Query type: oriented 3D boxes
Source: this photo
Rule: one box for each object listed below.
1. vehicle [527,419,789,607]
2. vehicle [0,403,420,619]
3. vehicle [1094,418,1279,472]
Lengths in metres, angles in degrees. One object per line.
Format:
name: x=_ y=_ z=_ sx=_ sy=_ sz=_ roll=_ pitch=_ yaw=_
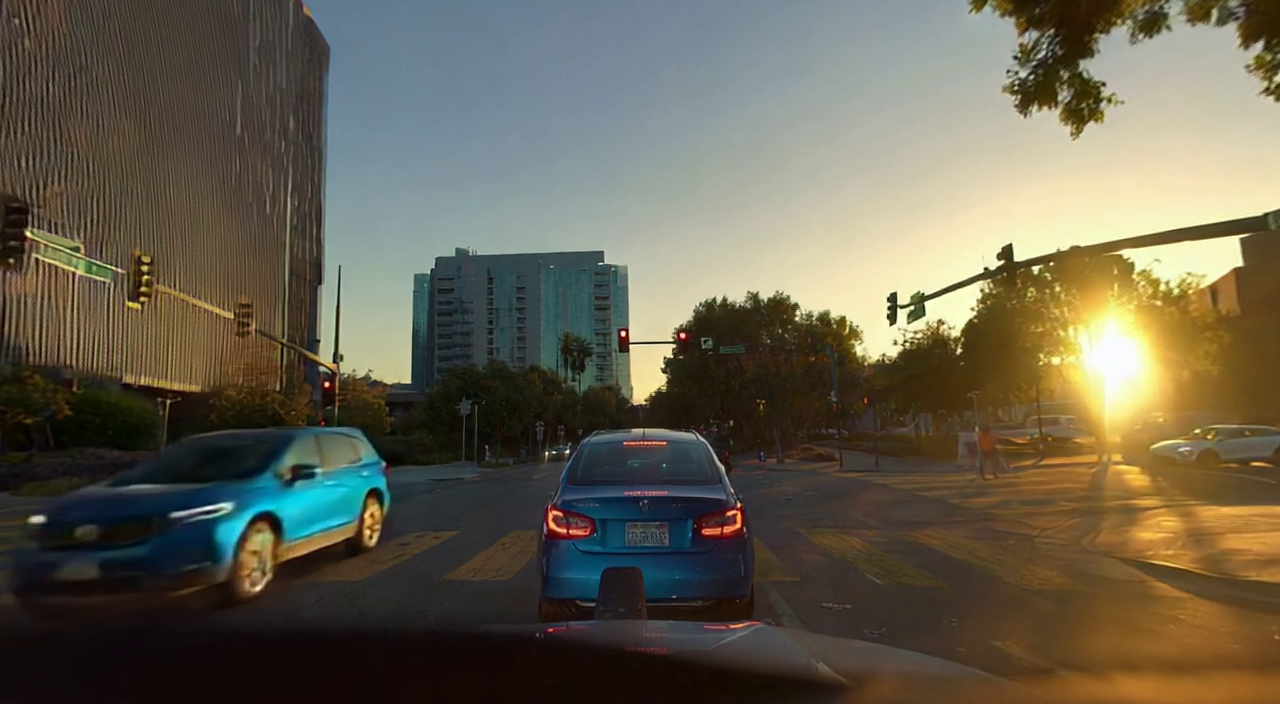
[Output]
vehicle: x=-0.145 y=1.654 z=7.486 sx=1.893 sy=1.532 sz=4.145 roll=2 pitch=-9 yaw=-16
vehicle: x=-4.470 y=1.642 z=7.539 sx=2.006 sy=1.756 sz=4.599 roll=0 pitch=-8 yaw=0
vehicle: x=19.111 y=3.272 z=22.227 sx=4.675 sy=1.772 sz=1.945 roll=0 pitch=-8 yaw=0
